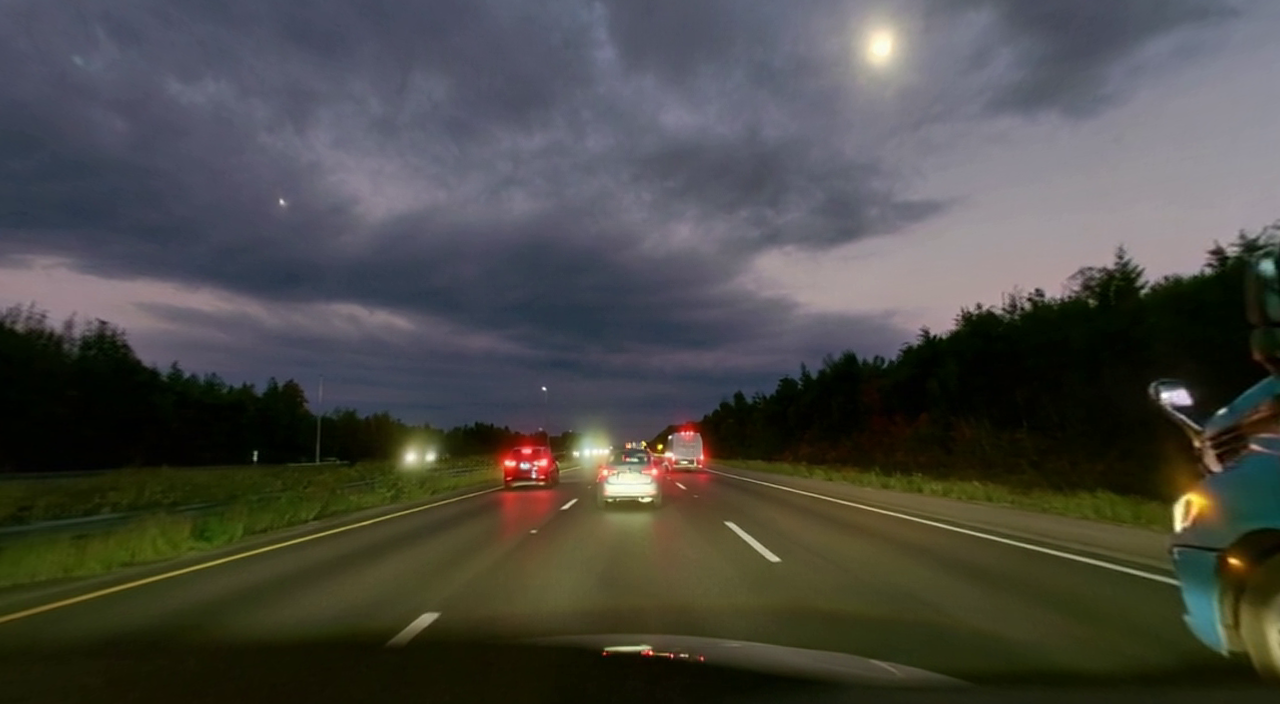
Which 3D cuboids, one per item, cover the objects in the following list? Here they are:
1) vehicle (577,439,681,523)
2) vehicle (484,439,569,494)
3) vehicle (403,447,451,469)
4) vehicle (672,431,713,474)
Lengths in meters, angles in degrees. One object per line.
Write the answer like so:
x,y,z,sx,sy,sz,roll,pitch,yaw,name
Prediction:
-0.194,2.722,13.714,1.973,1.574,3.426,0,-9,1,vehicle
-3.703,3.859,21.546,1.985,1.671,4.604,0,-9,1,vehicle
-15.879,7.933,47.324,1.985,1.562,4.522,0,-9,0,vehicle
3.455,6.816,42.701,2.234,2.679,5.372,0,-9,-1,vehicle
